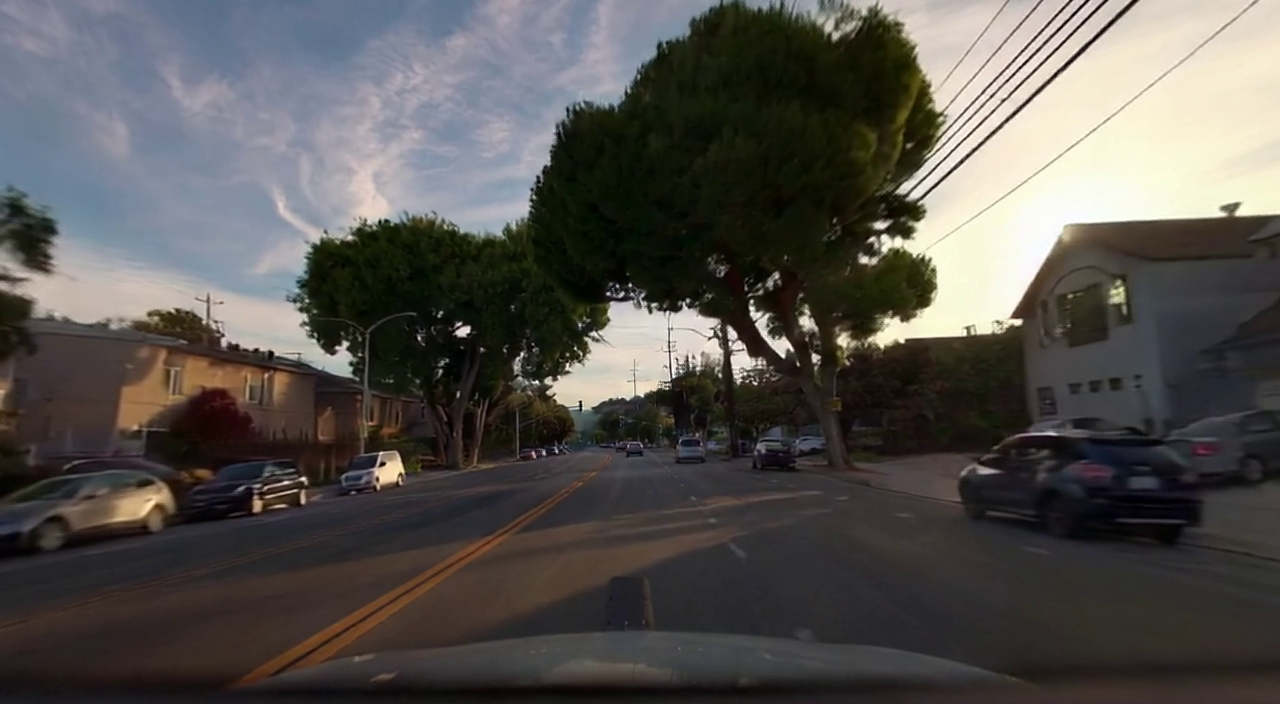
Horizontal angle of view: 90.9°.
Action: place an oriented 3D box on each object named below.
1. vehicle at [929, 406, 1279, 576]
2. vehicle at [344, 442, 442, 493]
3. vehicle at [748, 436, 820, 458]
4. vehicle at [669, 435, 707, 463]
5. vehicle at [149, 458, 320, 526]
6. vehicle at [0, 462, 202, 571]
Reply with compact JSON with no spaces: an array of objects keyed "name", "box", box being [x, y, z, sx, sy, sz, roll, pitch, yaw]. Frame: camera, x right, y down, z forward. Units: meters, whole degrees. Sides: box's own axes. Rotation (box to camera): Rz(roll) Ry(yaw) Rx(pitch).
[{"name":"vehicle","box":[6.211,1.746,8.800,2.079,1.697,4.753,0,-8,0]},{"name":"vehicle","box":[-10.516,4.917,27.295,2.258,1.846,4.843,-3,-8,1]},{"name":"vehicle","box":[11.149,7.364,48.690,4.996,1.471,2.033,-6,-10,26]},{"name":"vehicle","box":[3.091,6.376,41.567,2.070,1.765,4.731,0,-8,0]},{"name":"vehicle","box":[-10.668,3.659,17.054,1.800,1.472,4.359,0,-8,-1]},{"name":"vehicle","box":[-10.598,2.843,11.585,2.098,1.503,4.113,0,-8,0]}]
